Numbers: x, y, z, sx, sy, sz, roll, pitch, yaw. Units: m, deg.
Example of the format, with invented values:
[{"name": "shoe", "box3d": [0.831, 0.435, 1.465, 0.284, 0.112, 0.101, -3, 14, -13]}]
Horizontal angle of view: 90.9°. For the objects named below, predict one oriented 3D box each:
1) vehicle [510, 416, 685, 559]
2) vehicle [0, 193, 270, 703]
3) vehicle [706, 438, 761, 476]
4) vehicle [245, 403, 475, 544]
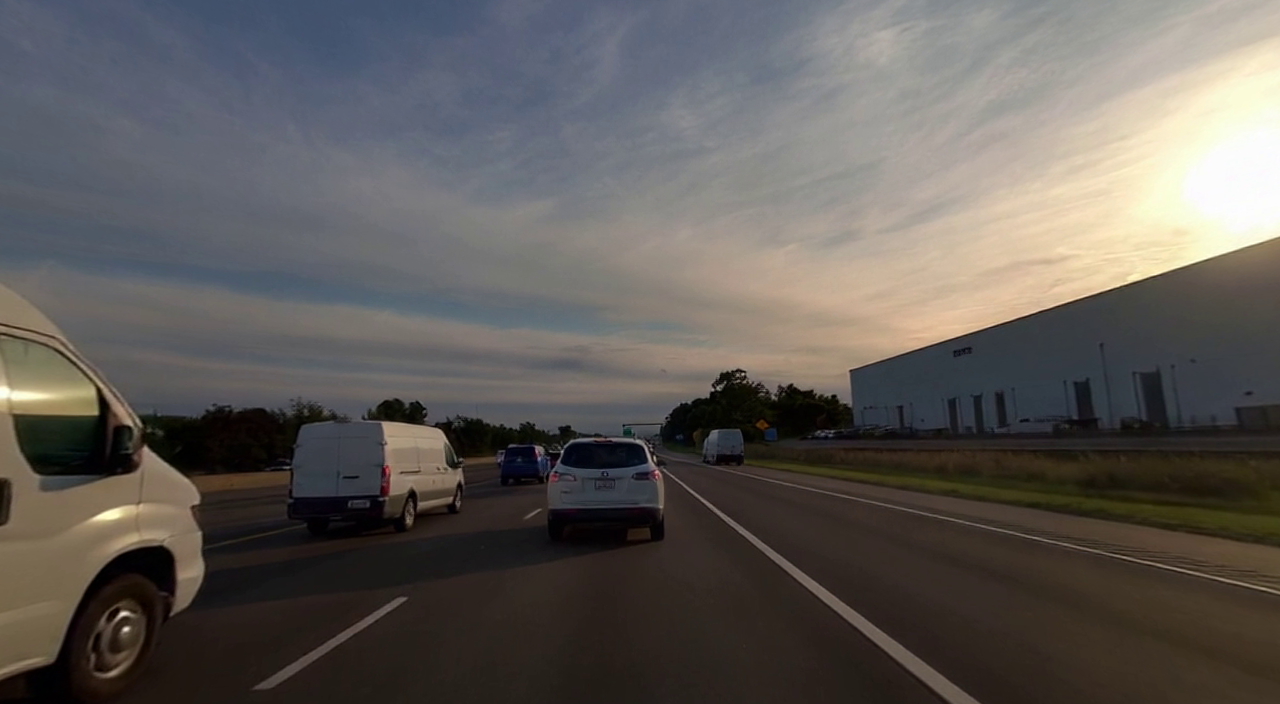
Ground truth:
[{"name": "vehicle", "box3d": [-0.493, 1.926, 9.510, 2.093, 1.695, 3.782, 0, -9, 1]}, {"name": "vehicle", "box3d": [-4.444, 0.316, 2.014, 2.248, 2.626, 6.837, 0, -9, 1]}, {"name": "vehicle", "box3d": [4.493, 5.147, 30.998, 2.003, 1.754, 4.134, 0, -9, -1]}, {"name": "vehicle", "box3d": [-4.604, 2.086, 11.329, 2.043, 1.987, 4.486, 0, -9, 0]}]
